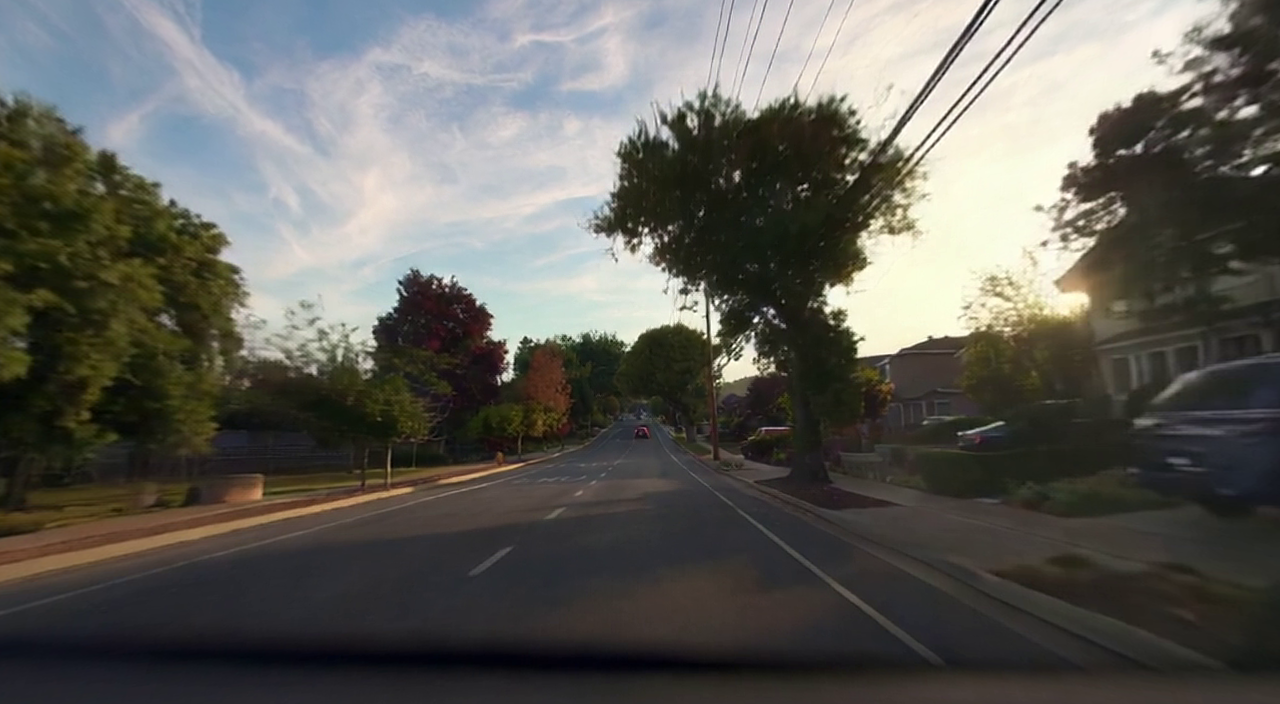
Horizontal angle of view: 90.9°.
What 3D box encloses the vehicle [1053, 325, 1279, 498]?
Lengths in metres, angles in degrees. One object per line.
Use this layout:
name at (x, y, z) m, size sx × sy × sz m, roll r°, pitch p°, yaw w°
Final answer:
vehicle at (7.601, 0.757, 7.907) m, size 1.878 × 1.743 × 4.556 m, roll -6°, pitch -9°, yaw 4°
